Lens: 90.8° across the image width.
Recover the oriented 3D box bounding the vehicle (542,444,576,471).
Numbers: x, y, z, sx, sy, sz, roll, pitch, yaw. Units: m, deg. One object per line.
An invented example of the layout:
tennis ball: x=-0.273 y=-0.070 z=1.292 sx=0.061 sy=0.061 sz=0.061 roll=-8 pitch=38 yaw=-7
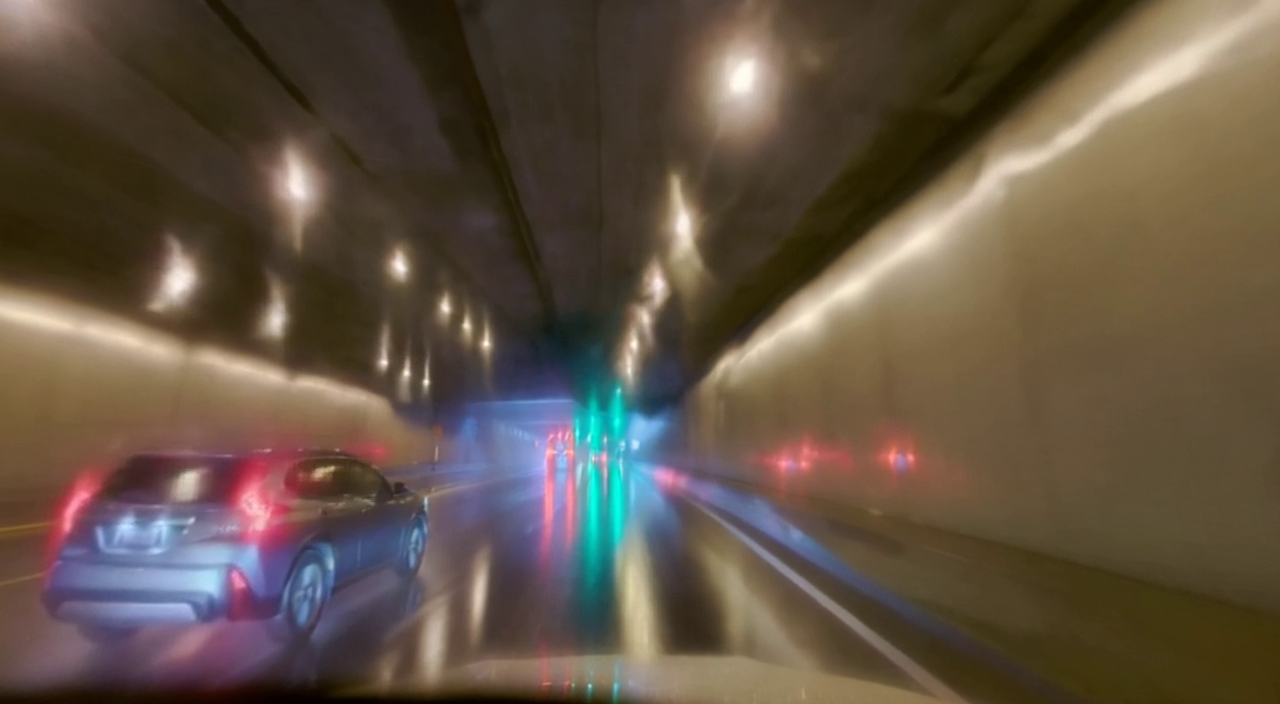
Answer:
vehicle: x=-5.479 y=7.186 z=43.255 sx=1.961 sy=1.725 sz=4.315 roll=0 pitch=-9 yaw=-3
